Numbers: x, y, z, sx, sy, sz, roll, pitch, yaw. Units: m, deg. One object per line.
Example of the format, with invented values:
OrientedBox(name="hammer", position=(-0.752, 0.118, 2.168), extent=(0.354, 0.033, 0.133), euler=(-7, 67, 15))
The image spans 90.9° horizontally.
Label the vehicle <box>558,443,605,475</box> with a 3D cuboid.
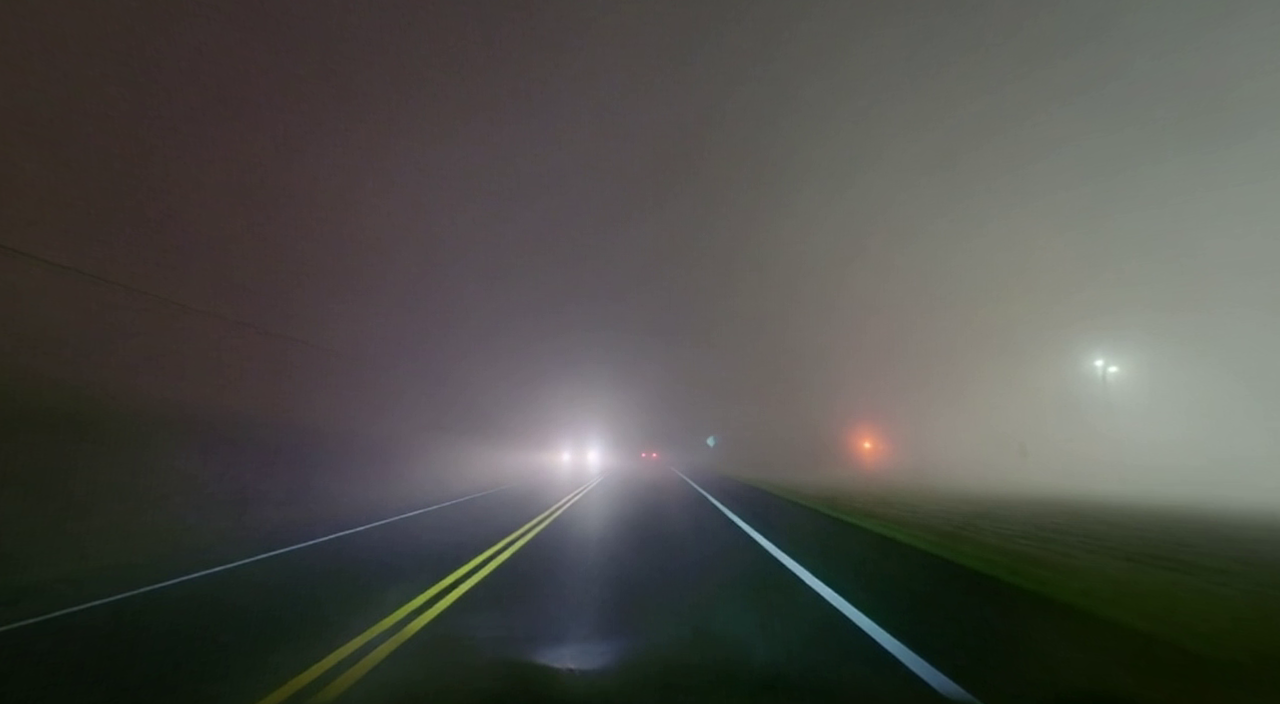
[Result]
OrientedBox(name="vehicle", position=(-3.567, 6.707, 39.733), extent=(2.255, 1.849, 5.576), euler=(-1, -9, 2))
